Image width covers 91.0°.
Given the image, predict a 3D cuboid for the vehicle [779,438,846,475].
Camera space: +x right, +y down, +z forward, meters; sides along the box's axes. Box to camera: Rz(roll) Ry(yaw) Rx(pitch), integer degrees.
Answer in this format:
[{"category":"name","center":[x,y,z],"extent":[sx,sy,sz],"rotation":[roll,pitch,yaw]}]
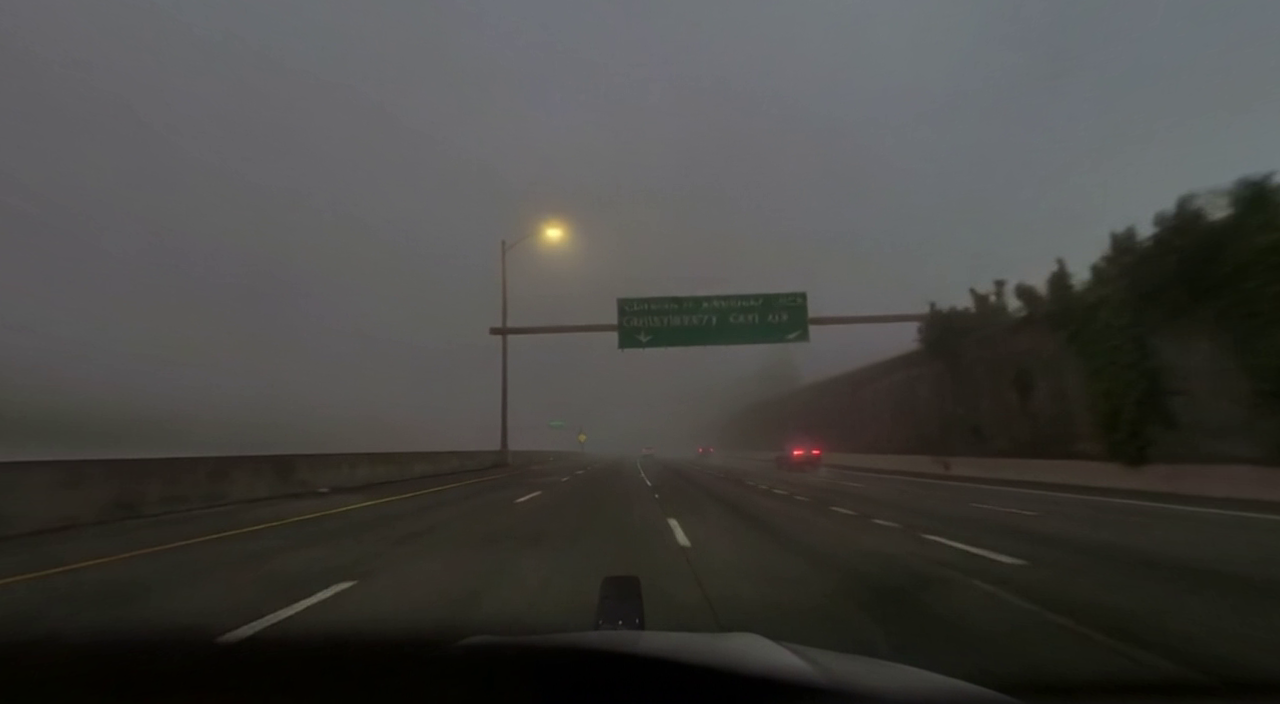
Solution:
[{"category":"vehicle","center":[8.971,5.497,33.185],"extent":[2.167,1.781,4.340],"rotation":[0,-9,-1]}]
